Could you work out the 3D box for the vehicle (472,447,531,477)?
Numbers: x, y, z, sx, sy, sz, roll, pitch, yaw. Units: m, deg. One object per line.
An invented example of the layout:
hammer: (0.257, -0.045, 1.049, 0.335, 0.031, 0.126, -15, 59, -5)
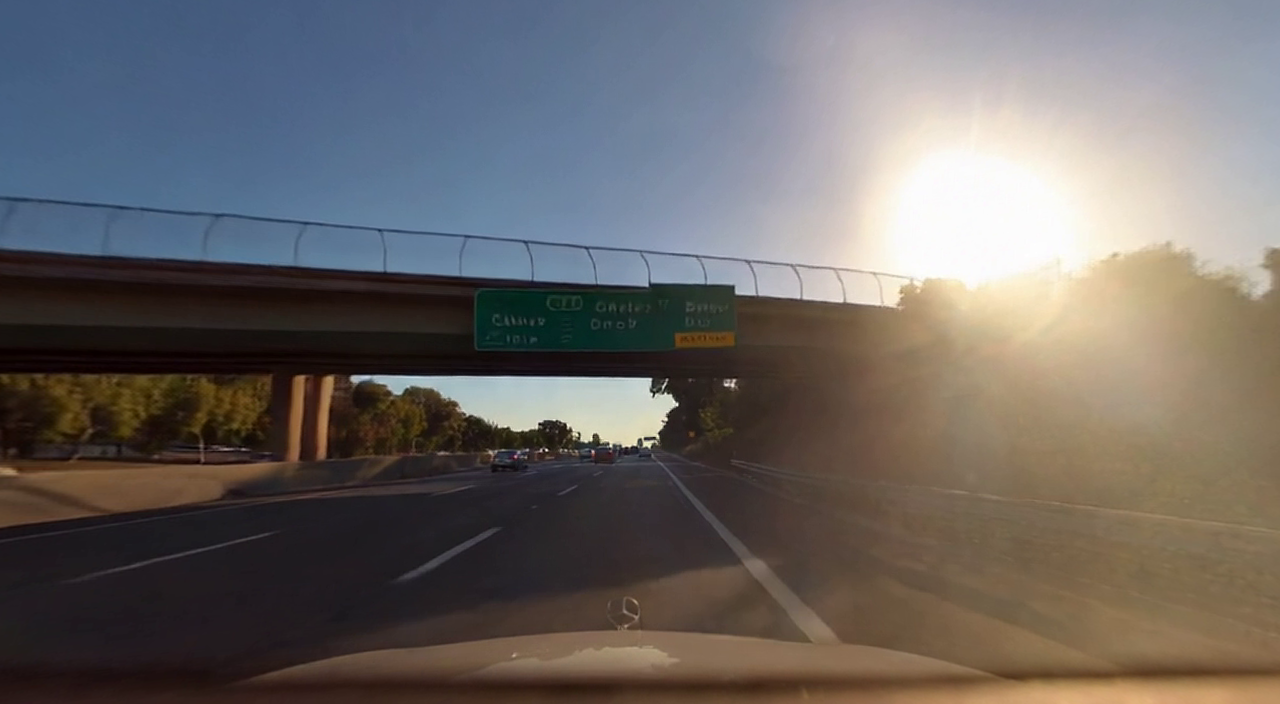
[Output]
vehicle: (-7.293, 5.832, 33.630, 2.002, 1.507, 4.631, 0, -9, 1)
